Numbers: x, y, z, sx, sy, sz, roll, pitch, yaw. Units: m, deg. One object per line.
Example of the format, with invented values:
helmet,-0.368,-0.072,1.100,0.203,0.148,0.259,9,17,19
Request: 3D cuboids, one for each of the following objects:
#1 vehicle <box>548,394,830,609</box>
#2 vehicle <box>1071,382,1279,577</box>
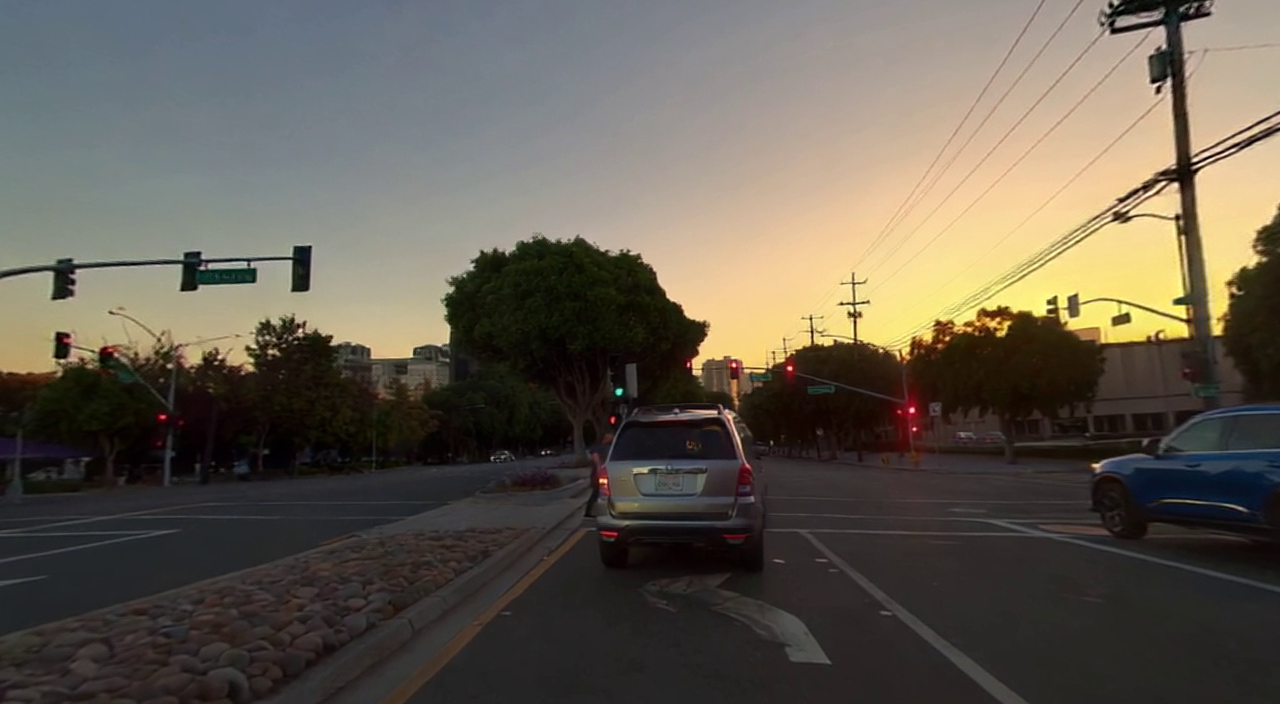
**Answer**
vehicle,0.479,1.541,7.351,2.285,1.729,4.252,-1,-9,3
vehicle,7.143,1.292,6.575,2.119,1.827,4.806,-1,-9,4
